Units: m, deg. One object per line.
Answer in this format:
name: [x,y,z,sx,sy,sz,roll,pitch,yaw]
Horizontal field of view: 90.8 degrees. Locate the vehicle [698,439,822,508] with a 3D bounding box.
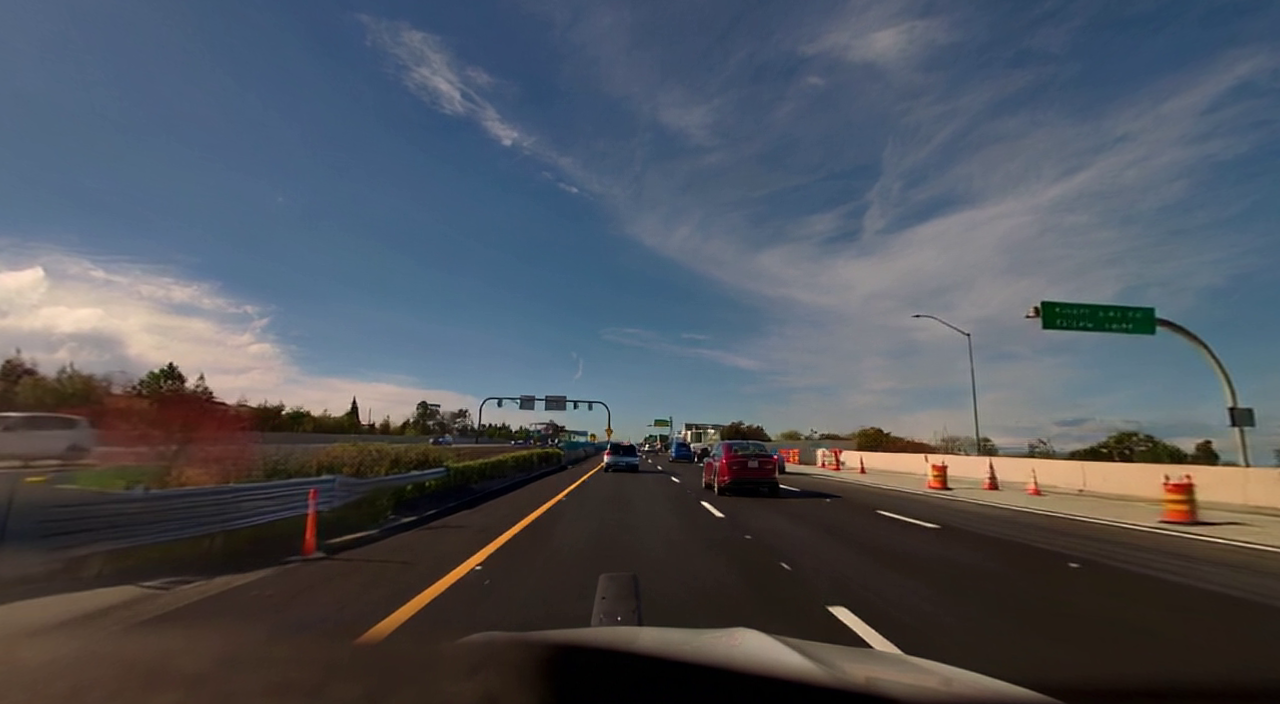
vehicle: [2.759,2.916,15.676,2.042,1.460,4.451,0,-9,-2]

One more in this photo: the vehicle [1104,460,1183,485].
vehicle: [30.869,7.377,38.843,1.607,1.396,3.554,1,-8,-7]

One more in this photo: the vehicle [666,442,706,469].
vehicle: [2.705,6.160,37.733,1.916,1.487,4.117,0,-9,-2]

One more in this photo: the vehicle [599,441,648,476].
vehicle: [-0.727,4.807,28.677,2.069,1.470,4.004,0,-8,-1]
